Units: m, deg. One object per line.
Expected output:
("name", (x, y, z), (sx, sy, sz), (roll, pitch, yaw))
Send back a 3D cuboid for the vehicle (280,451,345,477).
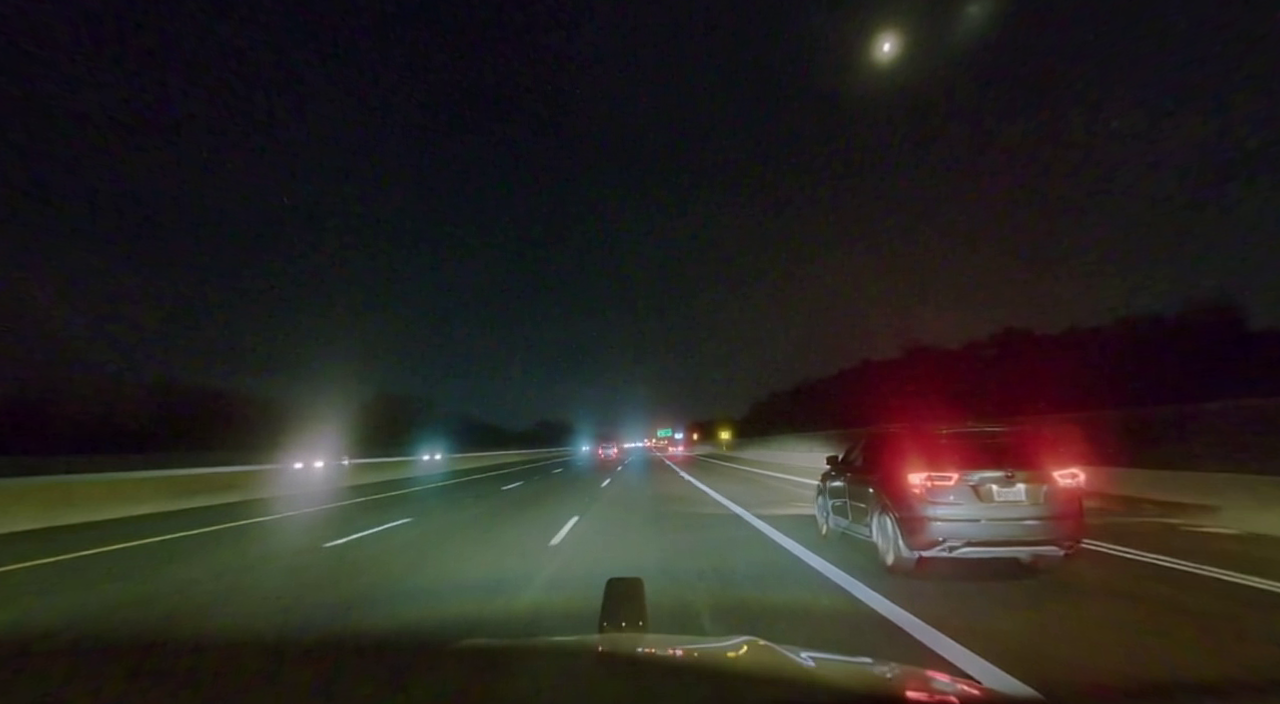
("vehicle", (-24.533, 8.378, 47.436), (2.199, 1.807, 4.833), (0, -8, 1))
